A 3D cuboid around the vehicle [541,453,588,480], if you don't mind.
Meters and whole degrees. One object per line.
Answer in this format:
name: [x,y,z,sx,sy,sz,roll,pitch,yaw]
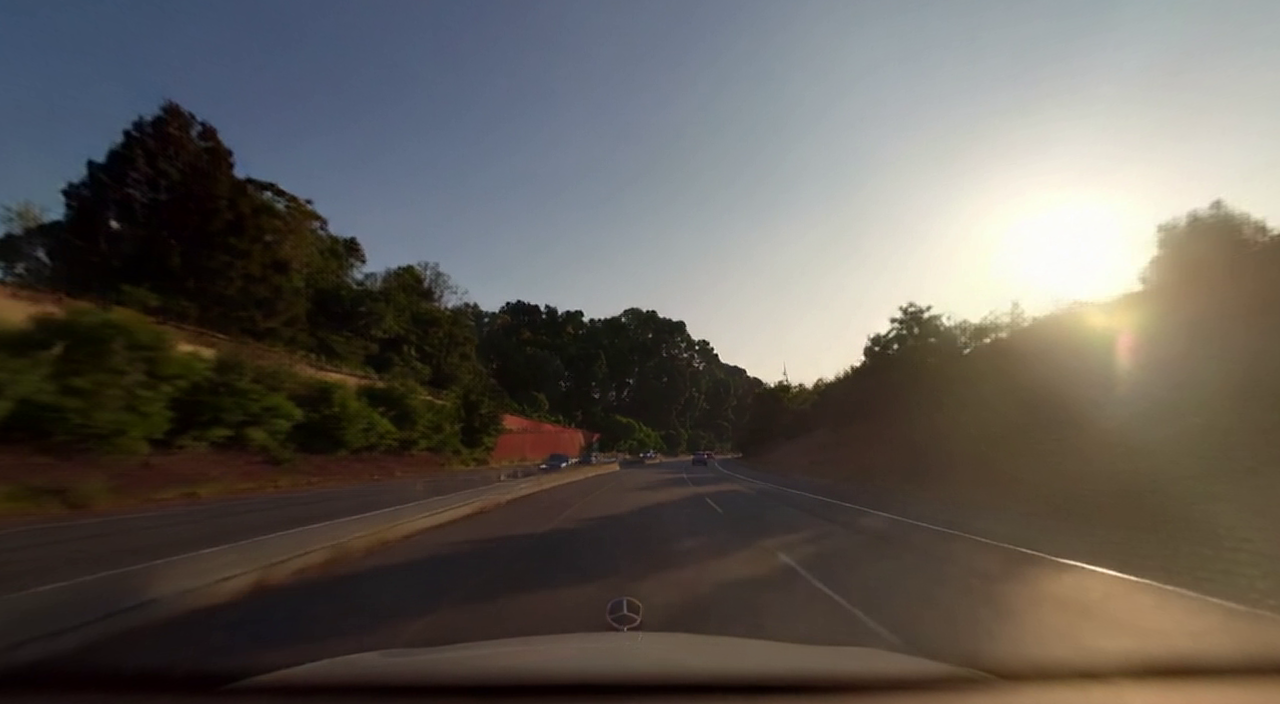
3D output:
vehicle: [-4.604,7.065,39.273,2.058,1.501,4.749,-1,-9,3]
